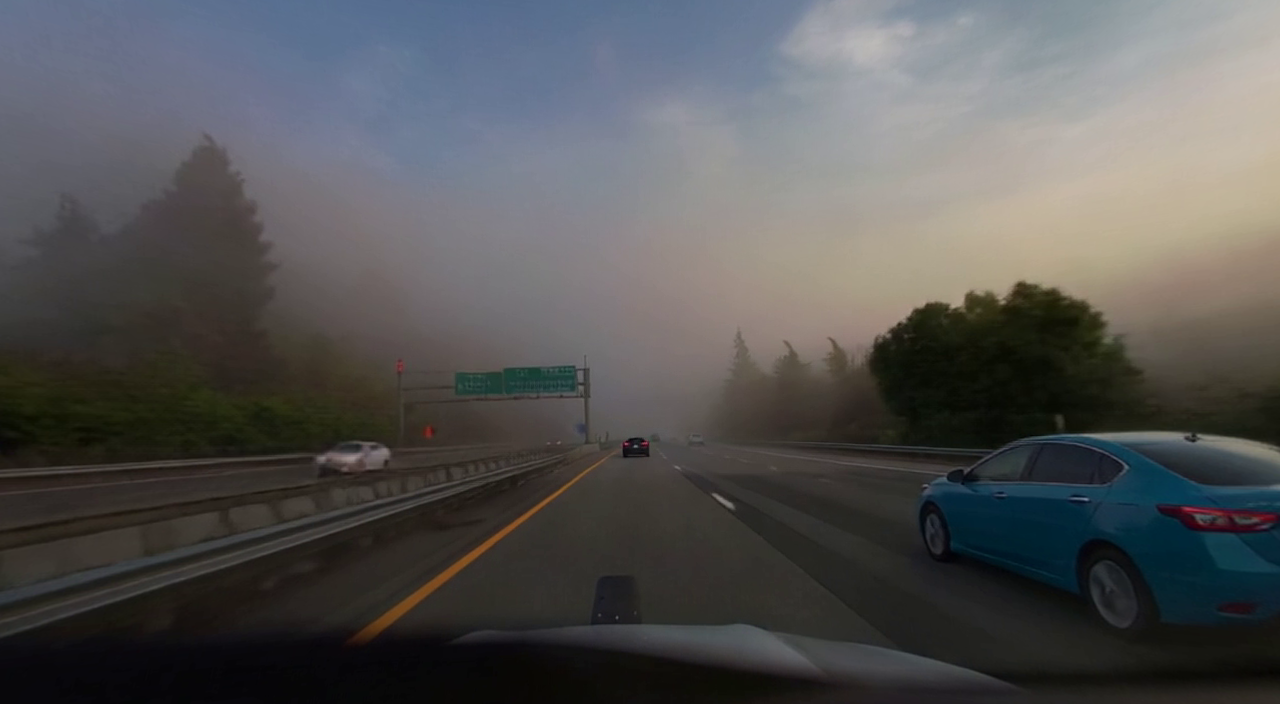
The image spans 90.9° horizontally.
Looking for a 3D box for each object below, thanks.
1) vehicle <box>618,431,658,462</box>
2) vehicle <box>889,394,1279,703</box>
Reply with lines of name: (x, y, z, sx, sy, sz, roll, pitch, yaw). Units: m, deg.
vehicle: (-0.148, 5.094, 34.086, 2.046, 1.526, 3.903, 0, -8, -1)
vehicle: (3.875, 1.194, 4.783, 1.981, 1.467, 4.459, 0, -8, -3)
